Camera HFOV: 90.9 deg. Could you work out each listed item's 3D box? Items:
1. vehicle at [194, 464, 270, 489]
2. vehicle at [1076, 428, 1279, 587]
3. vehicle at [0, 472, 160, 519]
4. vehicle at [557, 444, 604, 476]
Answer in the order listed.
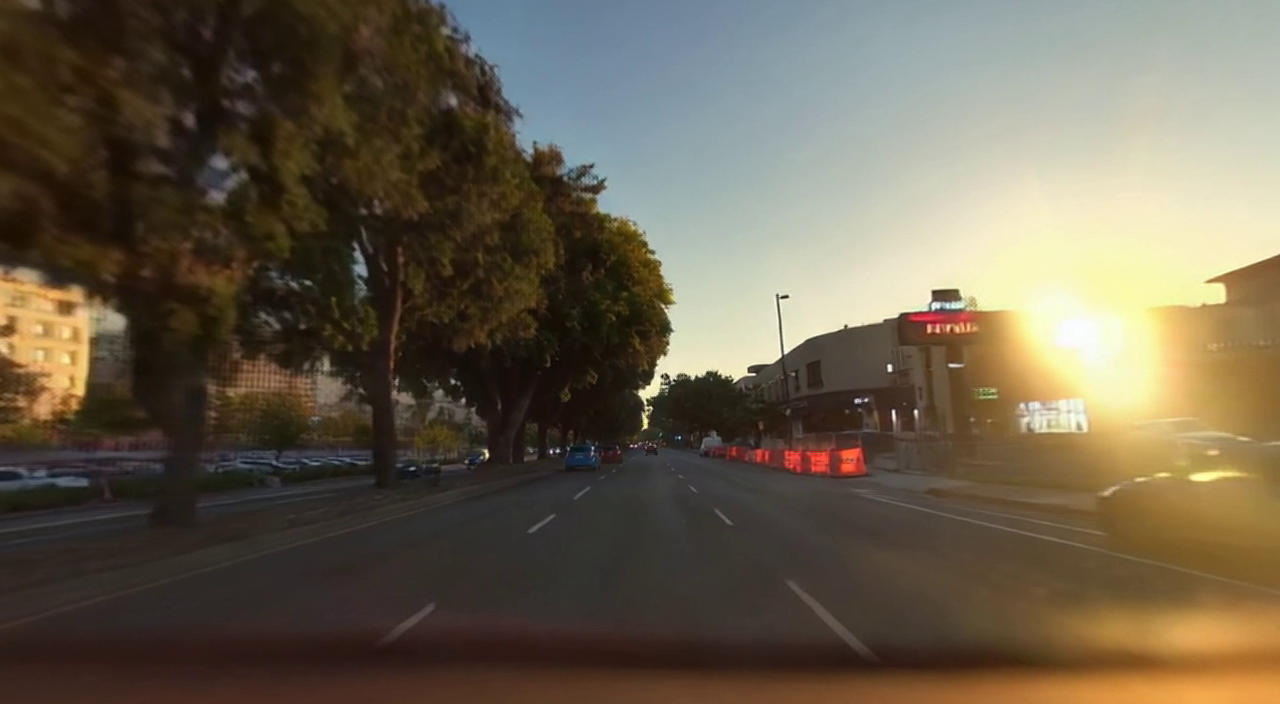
[{"bbox_3d":[-29.992,9.142,46.396,4.492,1.450,1.833,3,-11,-42],"label":"vehicle"},{"bbox_3d":[6.963,1.510,6.294,1.953,1.479,4.524,0,-8,0],"label":"vehicle"},{"bbox_3d":[-22.094,5.620,25.168,1.955,1.447,4.911,0,-8,0],"label":"vehicle"},{"bbox_3d":[-2.879,5.314,31.328,1.926,1.442,4.231,0,-8,0],"label":"vehicle"}]
